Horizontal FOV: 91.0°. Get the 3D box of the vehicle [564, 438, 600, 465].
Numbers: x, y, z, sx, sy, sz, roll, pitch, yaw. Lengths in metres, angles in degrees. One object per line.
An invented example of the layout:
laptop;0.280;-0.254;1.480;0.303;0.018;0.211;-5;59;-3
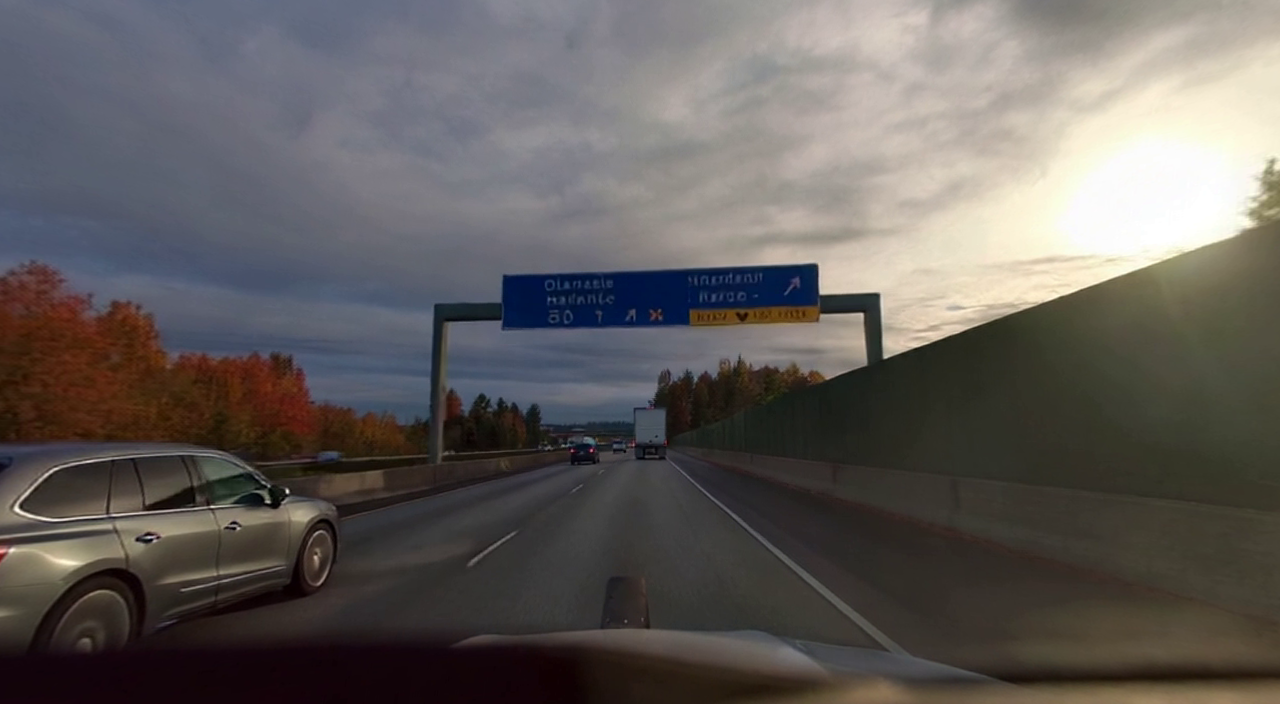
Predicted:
vehicle;-3.536;6.186;39.209;1.927;1.556;3.921;0;-8;-1
